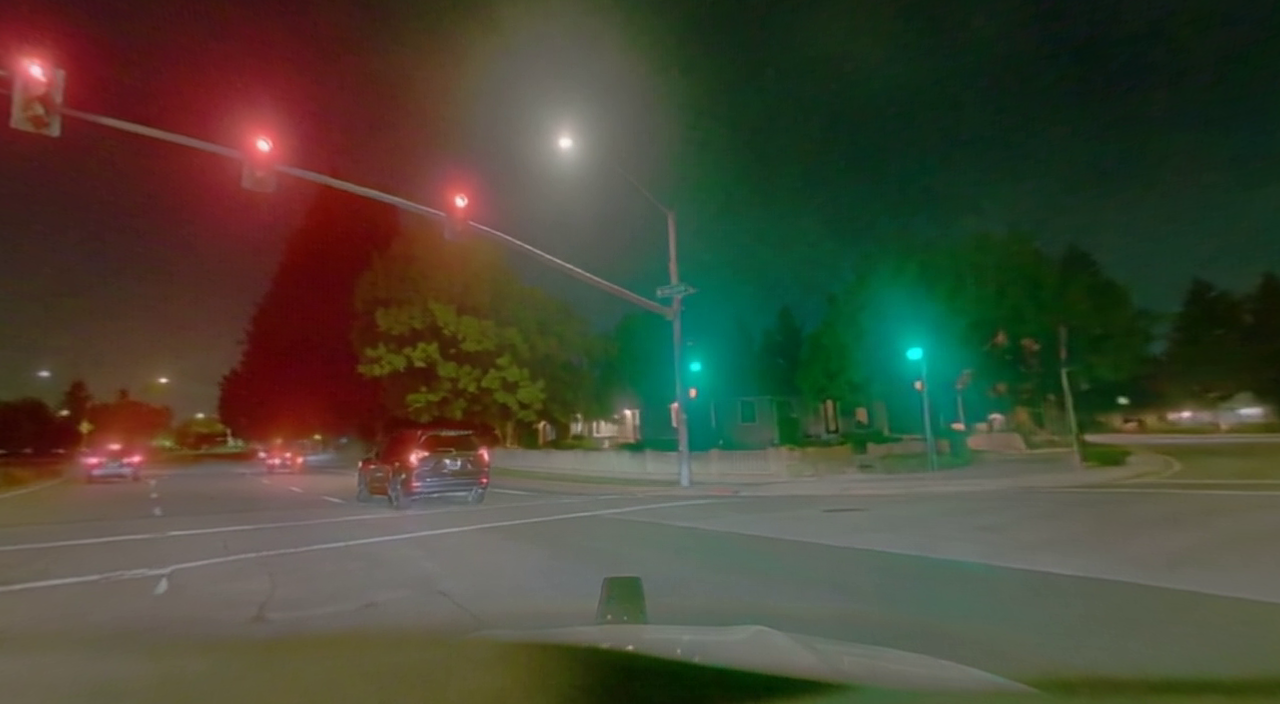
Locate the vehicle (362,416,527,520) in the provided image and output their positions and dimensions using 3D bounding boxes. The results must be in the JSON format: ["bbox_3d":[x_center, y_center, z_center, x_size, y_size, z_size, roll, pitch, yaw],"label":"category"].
[{"bbox_3d":[-4.452,2.445,13.823,2.141,1.833,4.704,5,-10,-33],"label":"vehicle"}]

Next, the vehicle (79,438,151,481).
[{"bbox_3d":[-23.242,4.723,28.057,2.063,1.721,4.261,6,-10,-35],"label":"vehicle"}]

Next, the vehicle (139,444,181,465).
[{"bbox_3d":[-36.064,7.687,47.438,1.976,1.461,3.642,5,-10,-30],"label":"vehicle"}]

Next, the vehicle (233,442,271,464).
[{"bbox_3d":[-27.666,7.175,44.900,1.854,1.520,3.759,6,-10,-36],"label":"vehicle"}]

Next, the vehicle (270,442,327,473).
[{"bbox_3d":[-17.709,5.391,32.558,1.983,1.433,4.558,5,-10,-34],"label":"vehicle"}]
